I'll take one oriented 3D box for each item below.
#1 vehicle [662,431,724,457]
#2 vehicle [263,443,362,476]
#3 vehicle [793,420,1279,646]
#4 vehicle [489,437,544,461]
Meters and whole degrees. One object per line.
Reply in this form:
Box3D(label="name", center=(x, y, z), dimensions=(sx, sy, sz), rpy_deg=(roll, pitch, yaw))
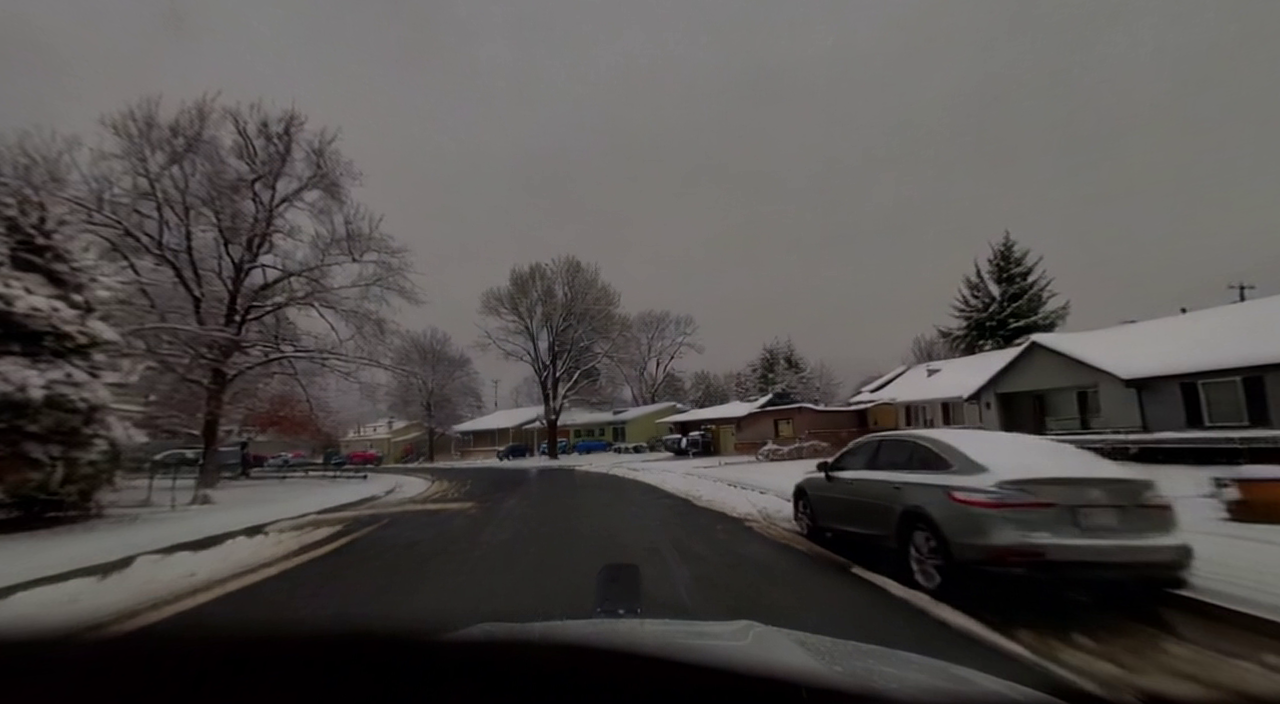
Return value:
Box3D(label="vehicle", center=(4.011, 6.929, 47.277), dimensions=(2.208, 1.773, 5.065), rpy_deg=(-7, -11, 37))
Box3D(label="vehicle", center=(-17.537, 5.749, 33.767), dimensions=(4.330, 1.657, 2.037), rpy_deg=(-2, -9, 14))
Box3D(label="vehicle", center=(3.317, 1.569, 6.658), dimensions=(1.998, 1.489, 4.722), rpy_deg=(0, -9, -3))
Box3D(label="vehicle", center=(-9.438, 7.458, 48.526), dimensions=(2.064, 1.758, 5.132), rpy_deg=(-3, -9, 15))
